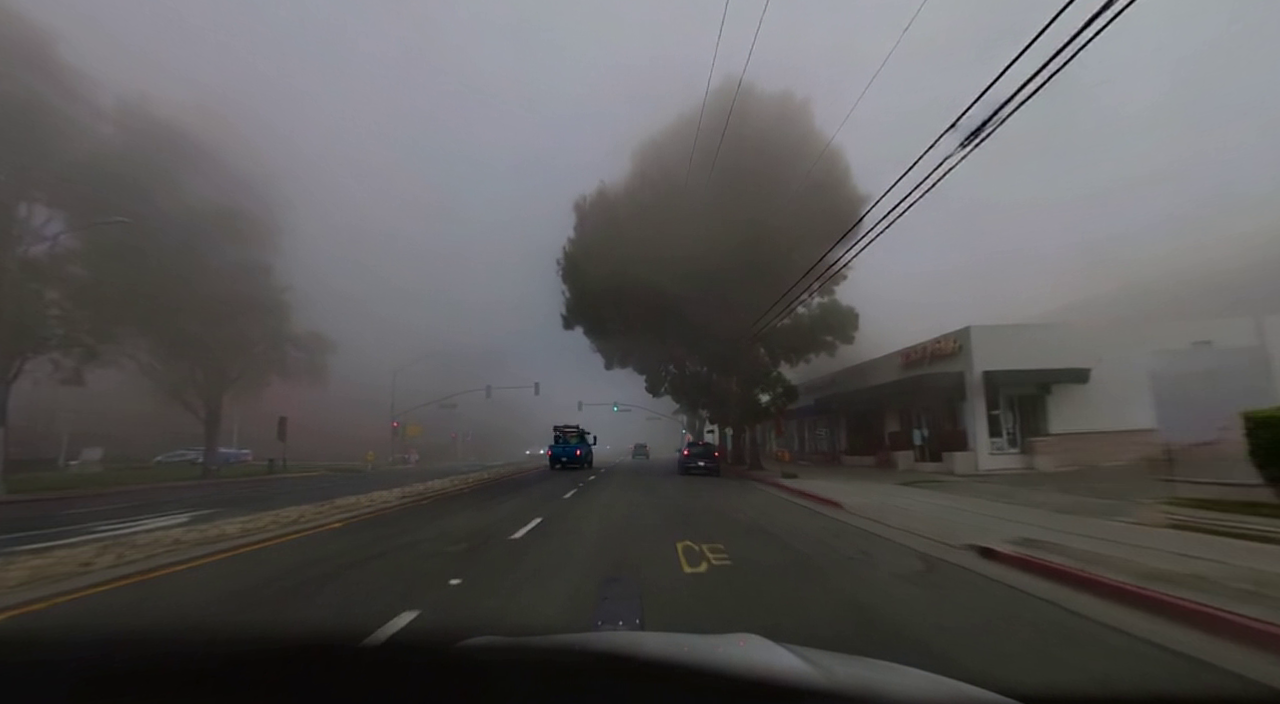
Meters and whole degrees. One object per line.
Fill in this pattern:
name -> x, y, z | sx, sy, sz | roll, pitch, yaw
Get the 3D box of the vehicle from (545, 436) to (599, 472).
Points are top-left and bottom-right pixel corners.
vehicle -> -3.505, 5.385, 33.519 | 2.464, 1.777, 5.128 | 0, -9, -2

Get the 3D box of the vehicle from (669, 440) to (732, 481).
vehicle -> 2.304, 4.258, 25.016 | 2.103, 1.487, 4.101 | 0, -9, 0
